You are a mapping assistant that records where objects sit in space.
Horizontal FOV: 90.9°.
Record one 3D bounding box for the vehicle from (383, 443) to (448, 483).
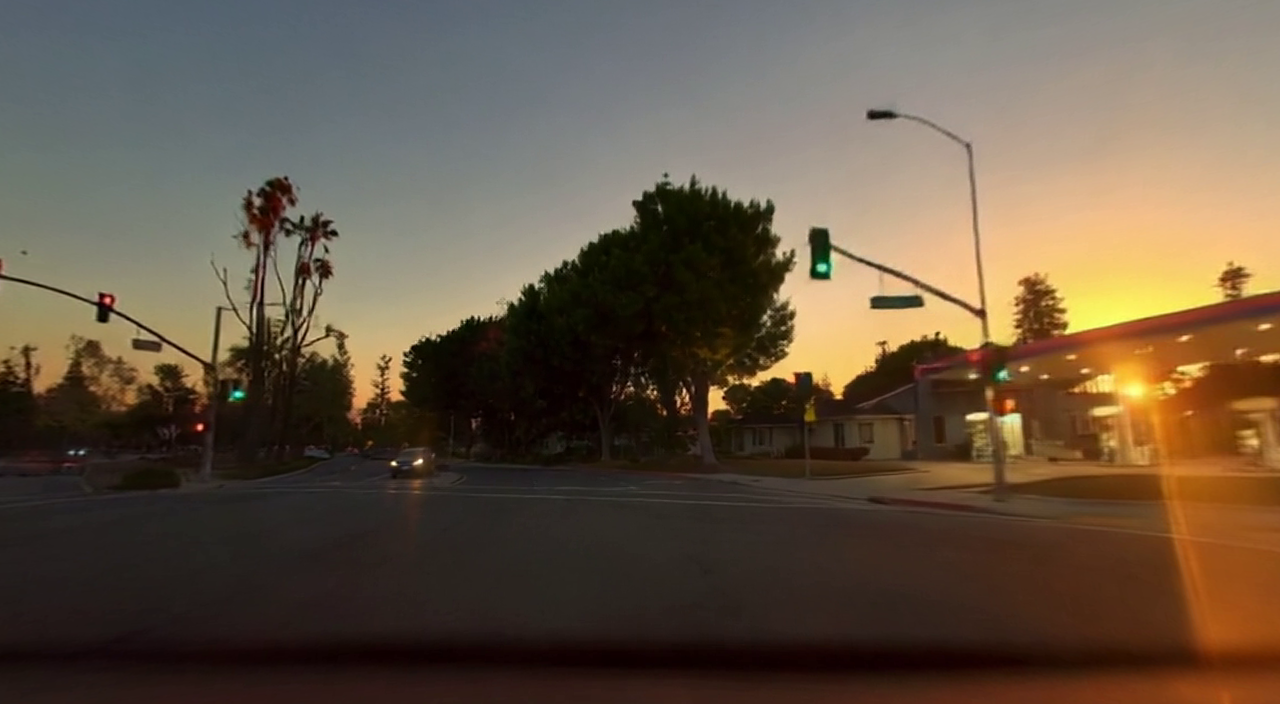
[{"bbox_3d":[-10.221,5.045,29.051,2.048,1.670,4.450,2,-9,-10],"label":"vehicle"}]
